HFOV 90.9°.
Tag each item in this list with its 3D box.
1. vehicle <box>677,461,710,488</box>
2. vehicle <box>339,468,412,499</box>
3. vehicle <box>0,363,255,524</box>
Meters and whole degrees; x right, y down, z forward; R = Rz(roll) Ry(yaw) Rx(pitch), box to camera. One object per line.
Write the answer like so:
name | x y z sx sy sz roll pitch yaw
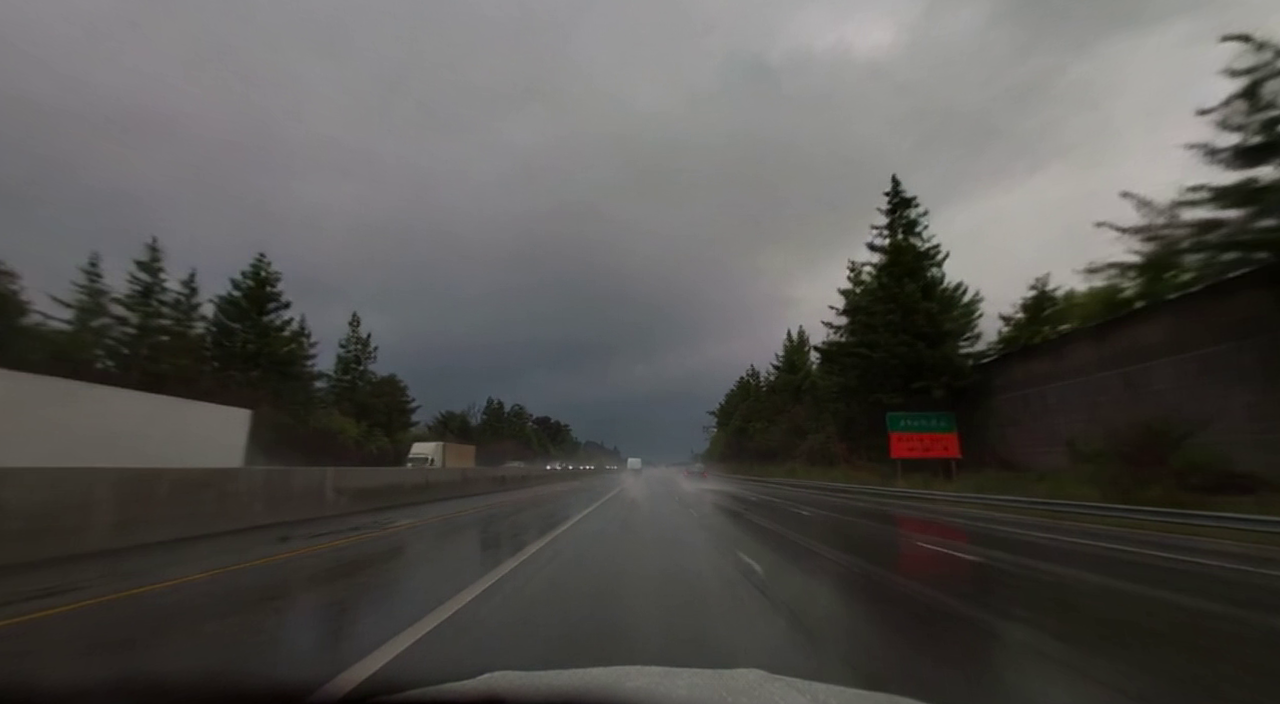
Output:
vehicle | 4.070 9.494 49.032 2.093 1.933 4.623 1 -10 -1
vehicle | -13.950 6.942 33.489 1.888 1.474 4.238 0 -10 1
vehicle | -17.986 2.931 19.452 3.018 4.078 14.135 1 -10 1
